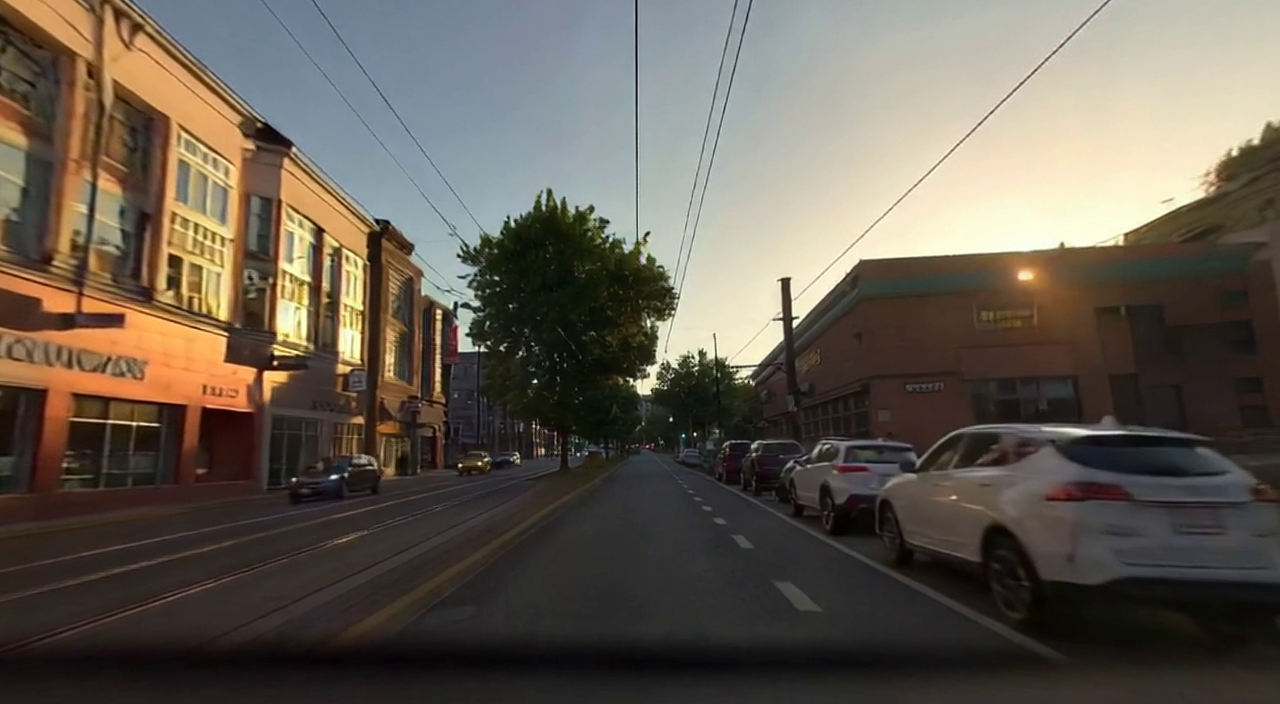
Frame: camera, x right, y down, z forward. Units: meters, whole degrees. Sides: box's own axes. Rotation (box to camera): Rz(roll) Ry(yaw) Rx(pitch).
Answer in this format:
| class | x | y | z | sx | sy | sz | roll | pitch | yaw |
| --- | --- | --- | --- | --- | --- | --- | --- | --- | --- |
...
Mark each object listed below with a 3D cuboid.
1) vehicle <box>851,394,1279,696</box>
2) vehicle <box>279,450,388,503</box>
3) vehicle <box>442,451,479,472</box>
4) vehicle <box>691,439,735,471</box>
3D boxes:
| class | x | y | z | sx | sy | sz | roll | pitch | yaw |
| --- | --- | --- | --- | --- | --- | --- | --- | --- | --- |
| vehicle | 3.504 | 1.336 | 5.507 | 1.903 | 1.596 | 4.144 | -1 | -8 | 1 |
| vehicle | -9.395 | 3.809 | 19.633 | 1.877 | 1.430 | 3.712 | 1 | -8 | -7 |
| vehicle | -13.412 | 8.181 | 47.293 | 1.954 | 1.445 | 4.432 | 1 | -8 | -6 |
| vehicle | 4.007 | 5.772 | 35.319 | 2.051 | 1.656 | 3.989 | -1 | -8 | 1 |
